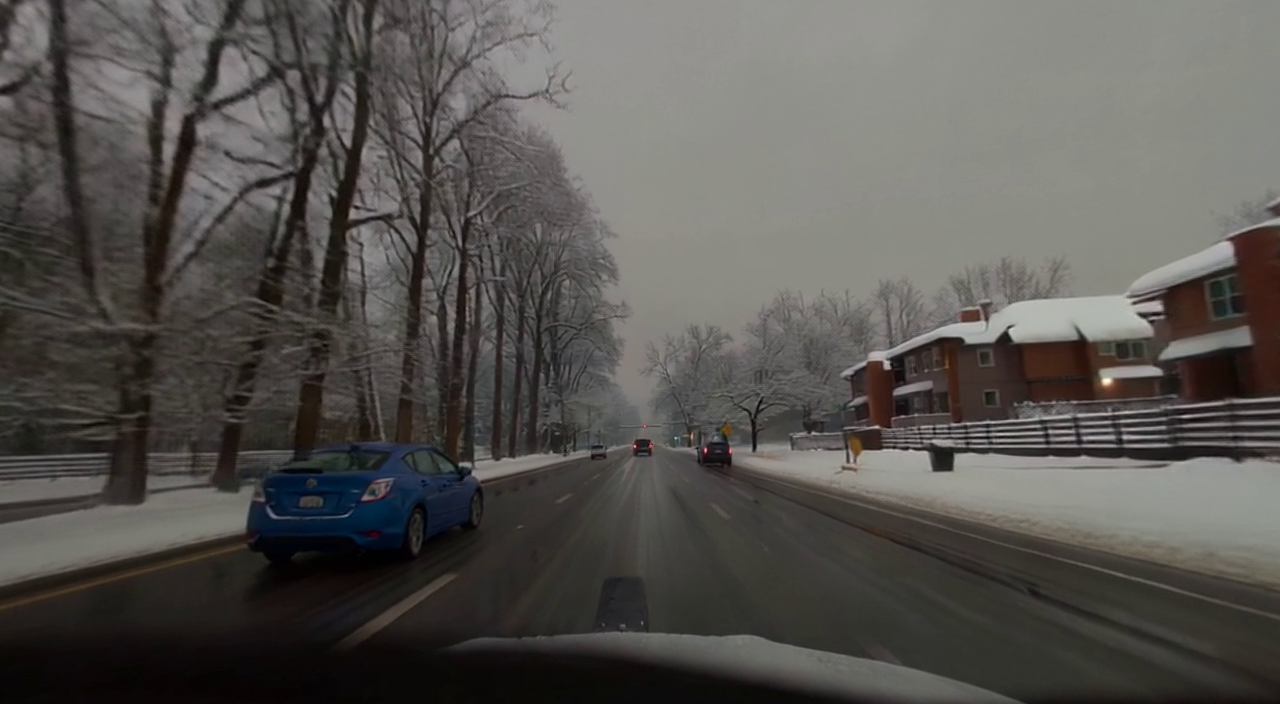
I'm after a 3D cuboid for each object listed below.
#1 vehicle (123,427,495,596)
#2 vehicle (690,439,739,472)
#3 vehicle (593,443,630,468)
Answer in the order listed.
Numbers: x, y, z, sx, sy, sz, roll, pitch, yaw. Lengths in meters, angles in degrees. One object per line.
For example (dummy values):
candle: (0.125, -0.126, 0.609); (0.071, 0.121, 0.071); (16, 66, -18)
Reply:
vehicle: (-3.580, 1.814, 8.256); (2.091, 1.503, 4.989); (0, -8, 1)
vehicle: (4.052, 5.661, 34.815); (2.182, 1.688, 4.187); (0, -8, 0)
vehicle: (-1.750, 6.623, 40.566); (1.940, 1.473, 4.133); (-1, -8, 4)
